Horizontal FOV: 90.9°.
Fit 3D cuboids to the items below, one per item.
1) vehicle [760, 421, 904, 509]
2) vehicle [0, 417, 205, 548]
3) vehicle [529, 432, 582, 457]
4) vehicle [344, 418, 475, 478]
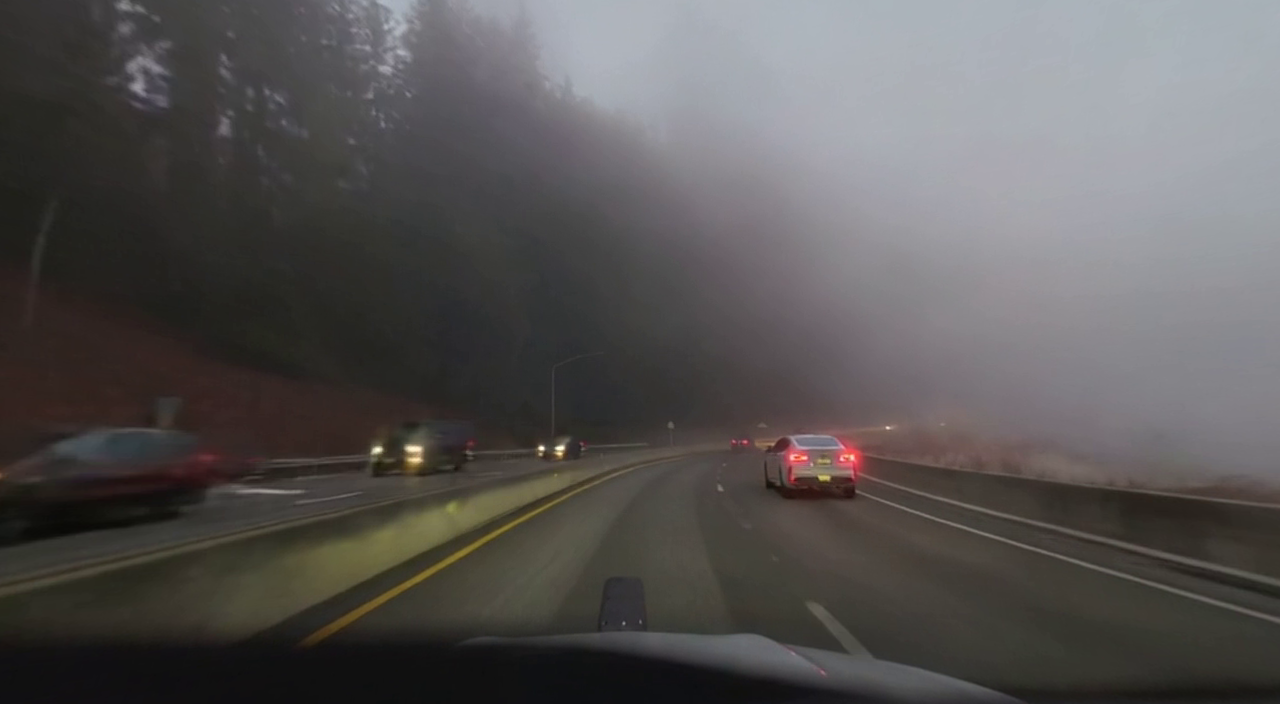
[{"bbox_3d":[4.164,2.520,14.525,2.112,1.708,4.380,-1,-8,3],"label":"vehicle"},{"bbox_3d":[-8.298,1.664,8.344,1.814,1.508,4.342,-1,-8,3],"label":"vehicle"},{"bbox_3d":[-5.227,5.793,39.494,1.931,1.492,4.374,-2,-8,11],"label":"vehicle"},{"bbox_3d":[-7.552,3.226,21.293,2.222,1.768,4.699,-1,-8,6],"label":"vehicle"}]
